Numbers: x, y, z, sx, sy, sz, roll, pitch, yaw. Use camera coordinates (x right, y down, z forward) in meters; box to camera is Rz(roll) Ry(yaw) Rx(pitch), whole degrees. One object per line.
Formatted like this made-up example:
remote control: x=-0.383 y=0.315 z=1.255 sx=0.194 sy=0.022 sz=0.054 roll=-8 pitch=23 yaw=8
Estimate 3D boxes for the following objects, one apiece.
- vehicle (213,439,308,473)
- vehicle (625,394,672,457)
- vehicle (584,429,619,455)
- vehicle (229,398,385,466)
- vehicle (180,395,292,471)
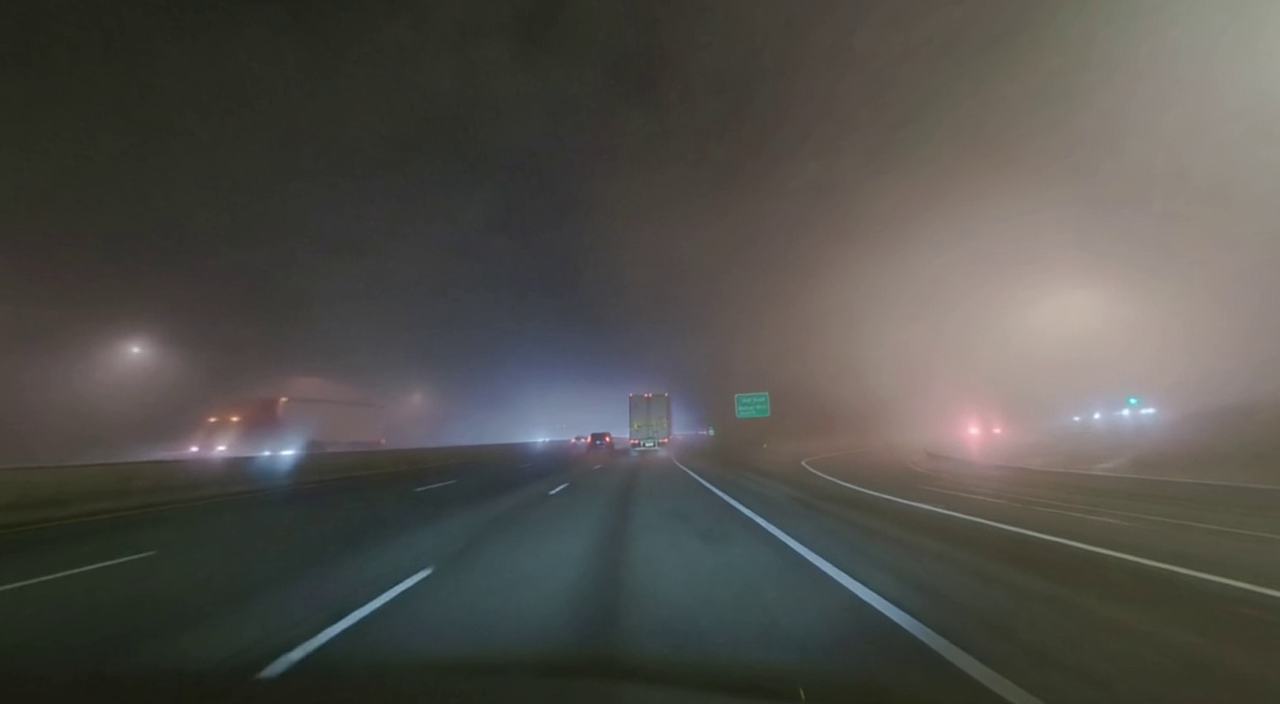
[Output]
vehicle: x=-19.149 y=5.247 z=31.989 sx=1.947 sy=1.587 sz=4.446 roll=0 pitch=-8 yaw=2
vehicle: x=0.646 y=5.439 z=45.693 sx=3.024 sy=4.019 sz=10.605 roll=0 pitch=-8 yaw=1
vehicle: x=-2.800 y=6.697 z=46.862 sx=2.119 sy=1.787 sz=4.655 roll=0 pitch=-8 yaw=3
vehicle: x=-23.005 y=5.804 z=45.114 sx=2.940 sy=4.056 sz=14.297 roll=0 pitch=-8 yaw=2
vehicle: x=-23.131 y=4.665 z=36.338 sx=2.784 sy=3.981 sz=4.819 roll=1 pitch=-7 yaw=5
